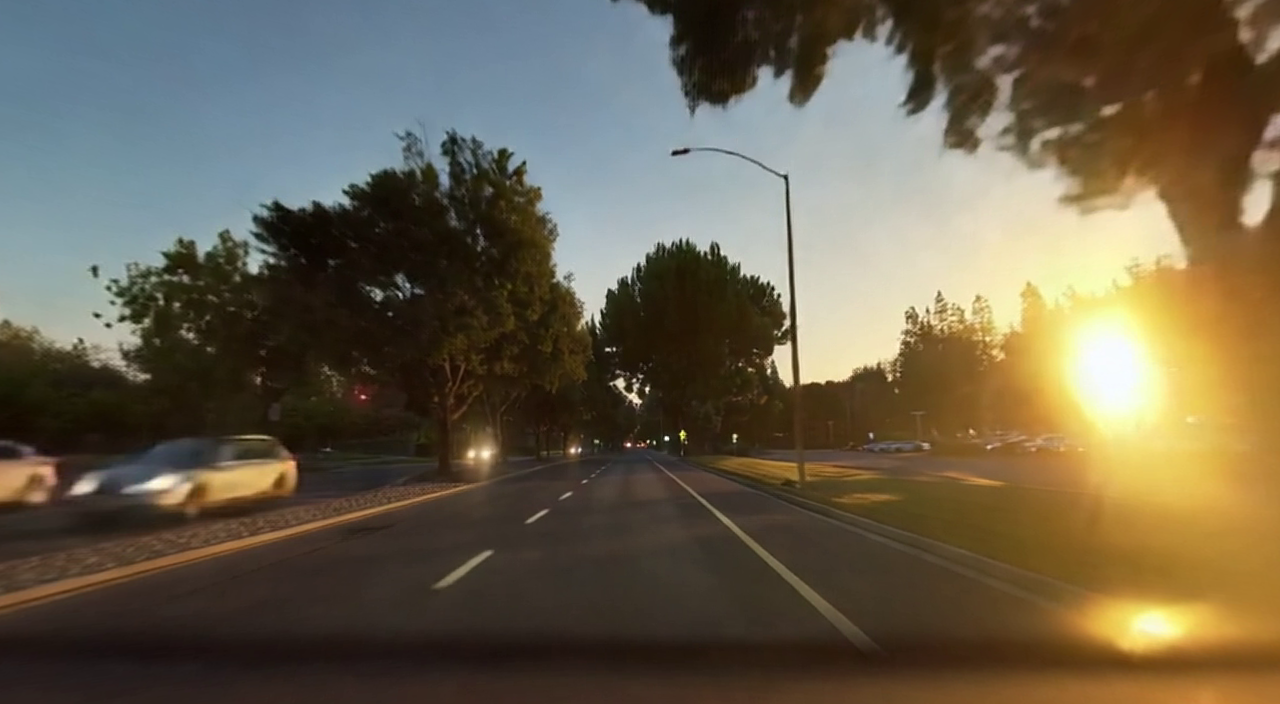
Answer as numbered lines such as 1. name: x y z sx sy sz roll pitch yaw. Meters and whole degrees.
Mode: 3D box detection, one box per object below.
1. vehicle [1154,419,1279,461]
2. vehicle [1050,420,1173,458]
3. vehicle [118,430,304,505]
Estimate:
1. vehicle: 25.381 3.822 27.216 4.393 1.717 2.010 0 -9 1
2. vehicle: 24.843 4.624 33.300 4.814 1.804 1.980 -1 -9 -1
3. vehicle: -11.848 3.208 17.888 2.146 1.847 4.437 0 -8 0
